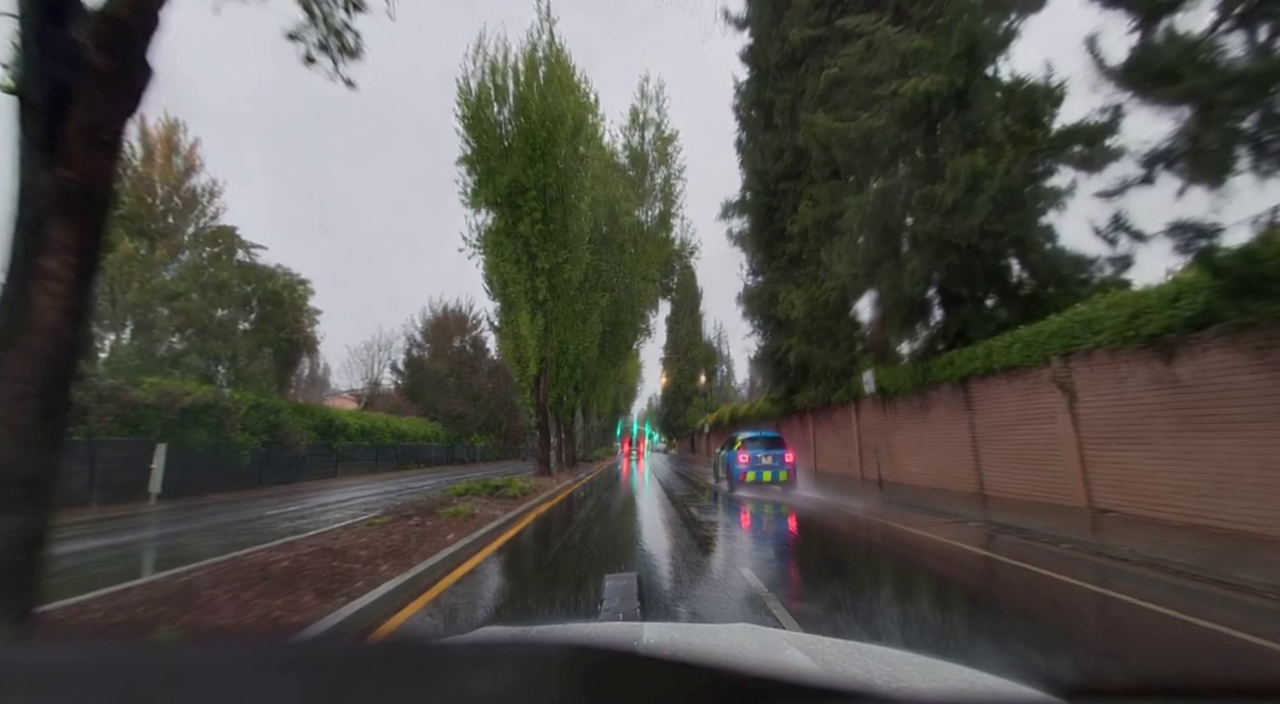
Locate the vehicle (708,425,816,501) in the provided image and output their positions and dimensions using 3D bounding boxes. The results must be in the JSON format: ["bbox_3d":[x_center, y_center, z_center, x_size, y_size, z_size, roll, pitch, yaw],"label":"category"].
[{"bbox_3d":[2.991,2.830,16.432,1.840,1.709,4.202,0,-8,-2],"label":"vehicle"}]
